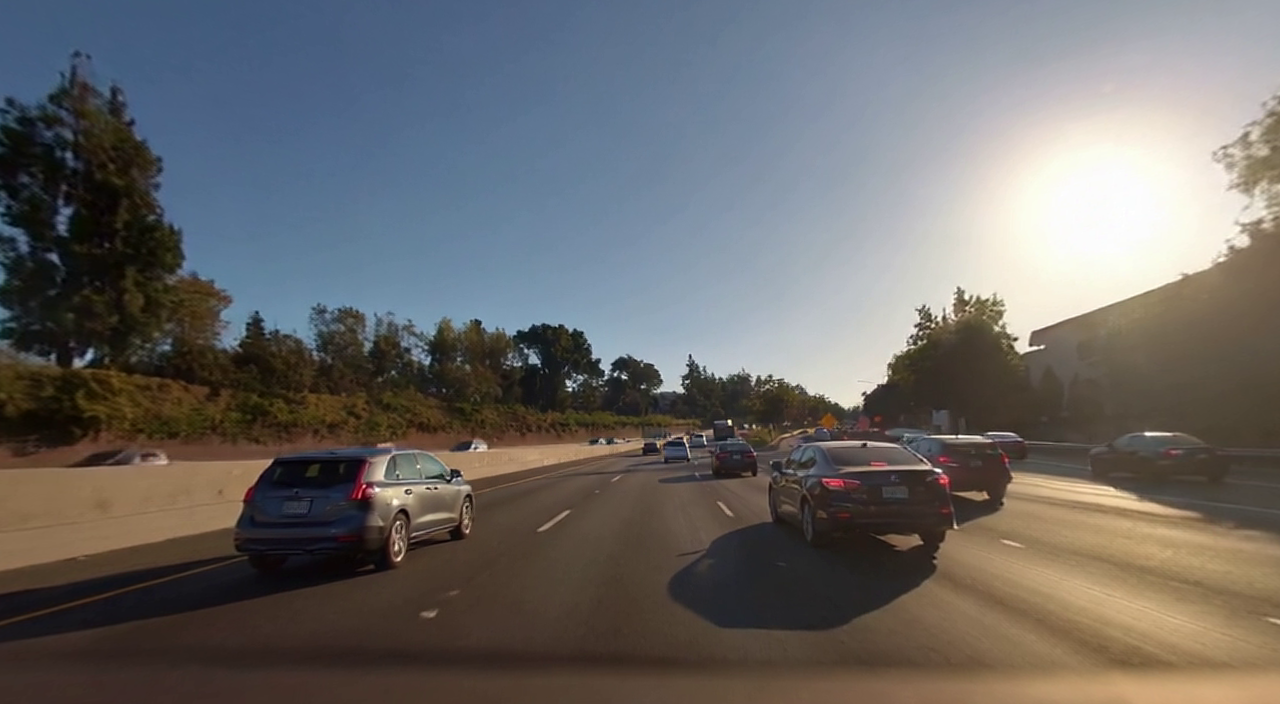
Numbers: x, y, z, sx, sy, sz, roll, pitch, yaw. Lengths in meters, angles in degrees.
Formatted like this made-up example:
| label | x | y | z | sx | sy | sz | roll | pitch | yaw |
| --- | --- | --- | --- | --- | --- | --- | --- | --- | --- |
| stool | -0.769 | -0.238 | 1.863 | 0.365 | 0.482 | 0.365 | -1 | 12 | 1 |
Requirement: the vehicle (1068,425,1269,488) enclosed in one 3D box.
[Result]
| label | x | y | z | sx | sy | sz | roll | pitch | yaw |
| --- | --- | --- | --- | --- | --- | --- | --- | --- | --- |
| vehicle | 14.652 | 2.939 | 17.928 | 1.976 | 1.548 | 4.687 | -1 | -9 | 6 |

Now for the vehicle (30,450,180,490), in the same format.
| label | x | y | z | sx | sy | sz | roll | pitch | yaw |
| --- | --- | --- | --- | --- | --- | --- | --- | --- | --- |
| vehicle | -22.533 | 4.960 | 26.855 | 1.932 | 1.518 | 4.817 | -1 | -9 | 4 |

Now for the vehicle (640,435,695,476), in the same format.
| label | x | y | z | sx | sy | sz | roll | pitch | yaw |
| --- | --- | --- | --- | --- | --- | --- | --- | --- | --- |
| vehicle | 1.219 | 4.477 | 27.329 | 2.201 | 1.614 | 3.803 | -1 | -9 | 4 |

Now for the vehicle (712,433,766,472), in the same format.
| label | x | y | z | sx | sy | sz | roll | pitch | yaw |
| --- | --- | --- | --- | --- | --- | --- | --- | --- | --- |
| vehicle | 4.602 | 4.755 | 29.849 | 2.076 | 1.684 | 4.241 | -1 | -9 | 4 |

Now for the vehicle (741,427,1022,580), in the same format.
| label | x | y | z | sx | sy | sz | roll | pitch | yaw |
| --- | --- | --- | --- | --- | --- | --- | --- | --- | --- |
| vehicle | 2.752 | 1.852 | 8.543 | 2.009 | 1.489 | 4.559 | 0 | -9 | 0 |

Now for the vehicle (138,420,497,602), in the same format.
| label | x | y | z | sx | sy | sz | roll | pitch | yaw |
| --- | --- | --- | --- | --- | --- | --- | --- | --- | --- |
| vehicle | -3.327 | 1.728 | 7.773 | 1.937 | 1.558 | 4.469 | 0 | -9 | 2 |
